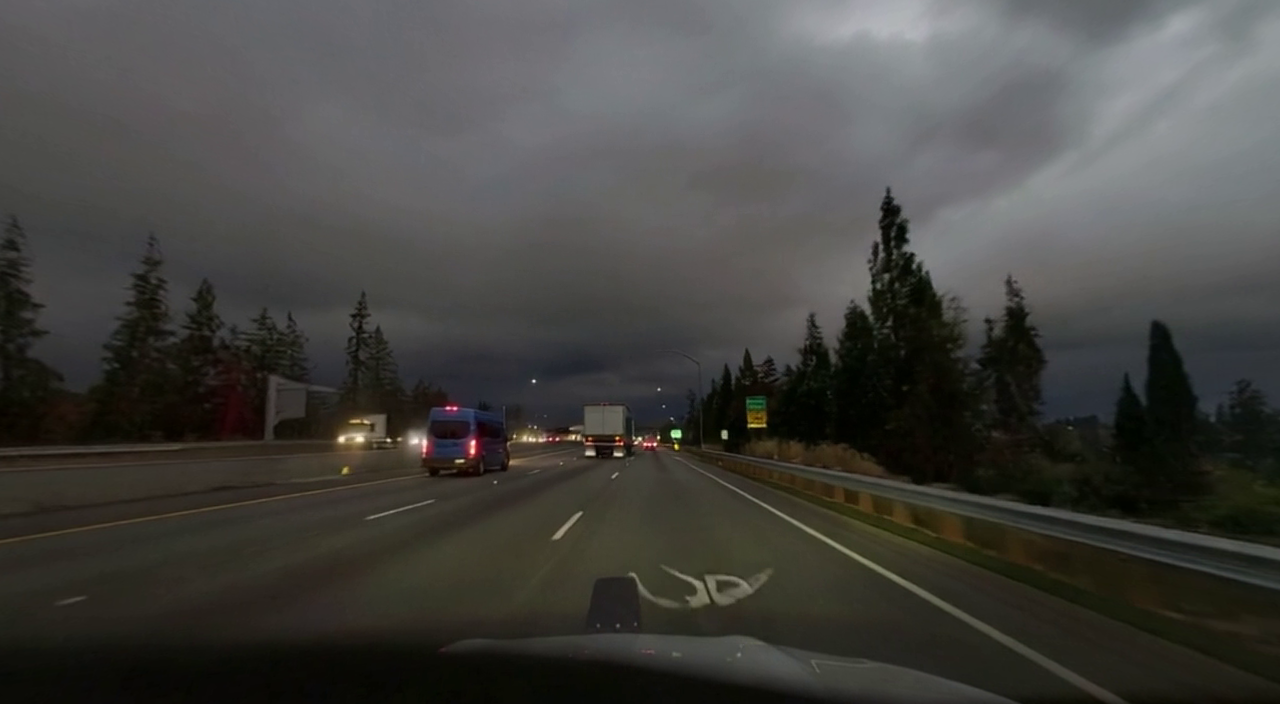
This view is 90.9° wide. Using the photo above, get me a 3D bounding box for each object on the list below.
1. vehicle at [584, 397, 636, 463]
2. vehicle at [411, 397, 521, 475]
[{"bbox_3d":[-1.968,5.552,44.665,3.173,4.185,8.360,0,-8,0],"label":"vehicle"},{"bbox_3d":[-6.836,3.445,25.861,2.396,2.763,6.935,0,-8,1],"label":"vehicle"}]
